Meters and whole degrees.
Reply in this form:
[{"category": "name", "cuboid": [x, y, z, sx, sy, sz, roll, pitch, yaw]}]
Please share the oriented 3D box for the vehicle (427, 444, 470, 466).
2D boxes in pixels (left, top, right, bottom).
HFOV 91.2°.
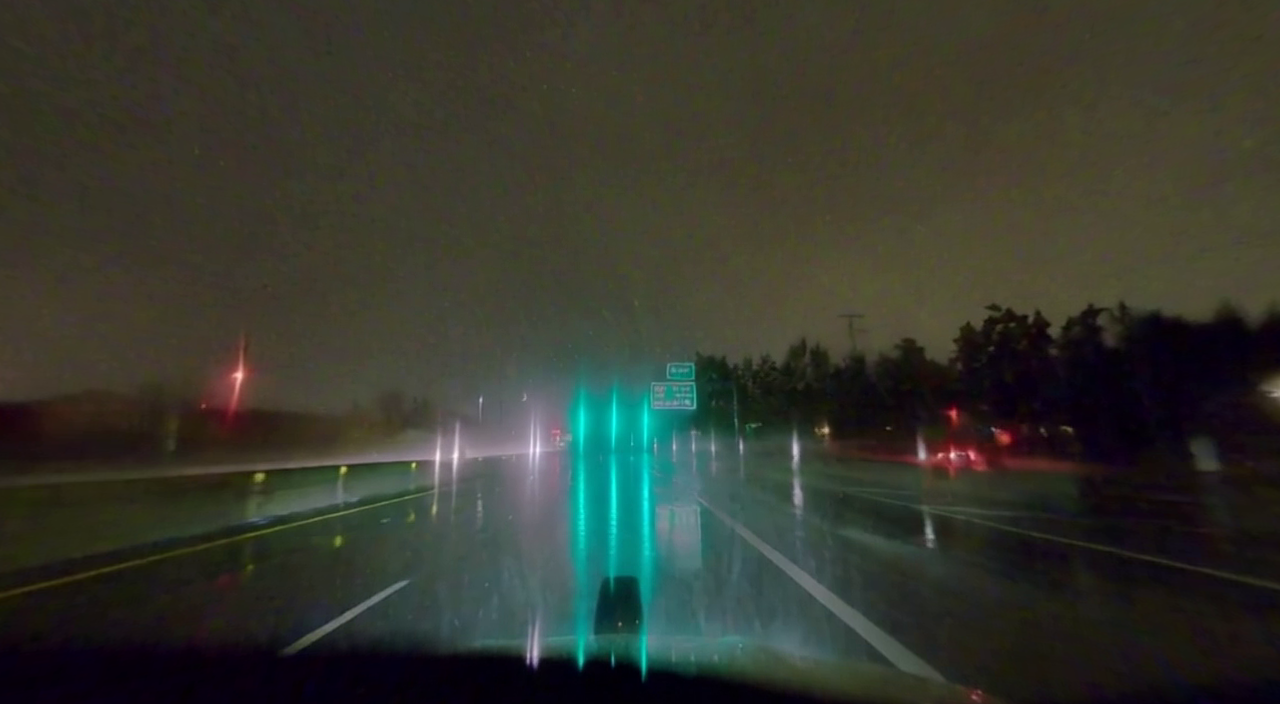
[{"category": "vehicle", "cuboid": [-14.304, 7.706, 47.094, 1.902, 1.563, 4.492, 0, -9, -1]}]
